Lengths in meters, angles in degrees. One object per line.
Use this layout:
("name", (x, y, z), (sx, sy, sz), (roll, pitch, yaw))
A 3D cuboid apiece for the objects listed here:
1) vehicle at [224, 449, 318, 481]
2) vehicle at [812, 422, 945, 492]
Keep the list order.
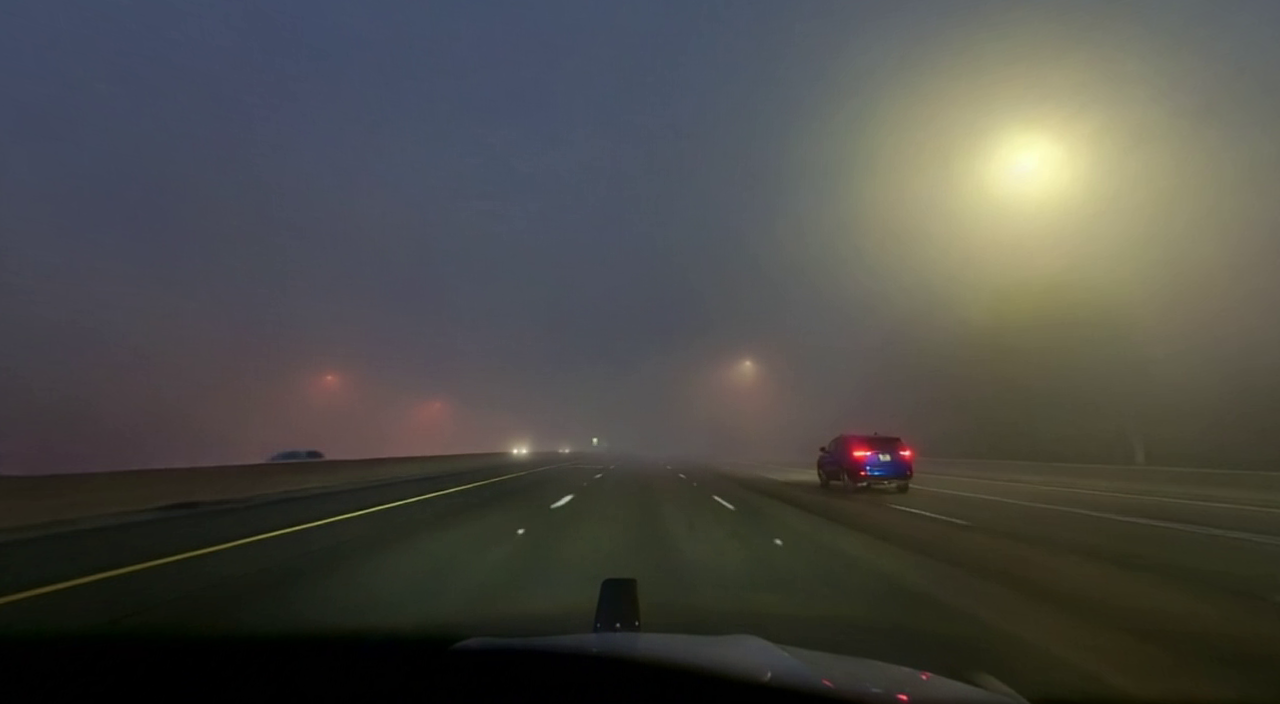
("vehicle", (-18.356, 5.623, 31.709), (1.989, 1.471, 4.517), (0, -8, 0))
("vehicle", (7.187, 3.223, 19.700), (2.222, 1.899, 4.595), (0, -8, -2))
